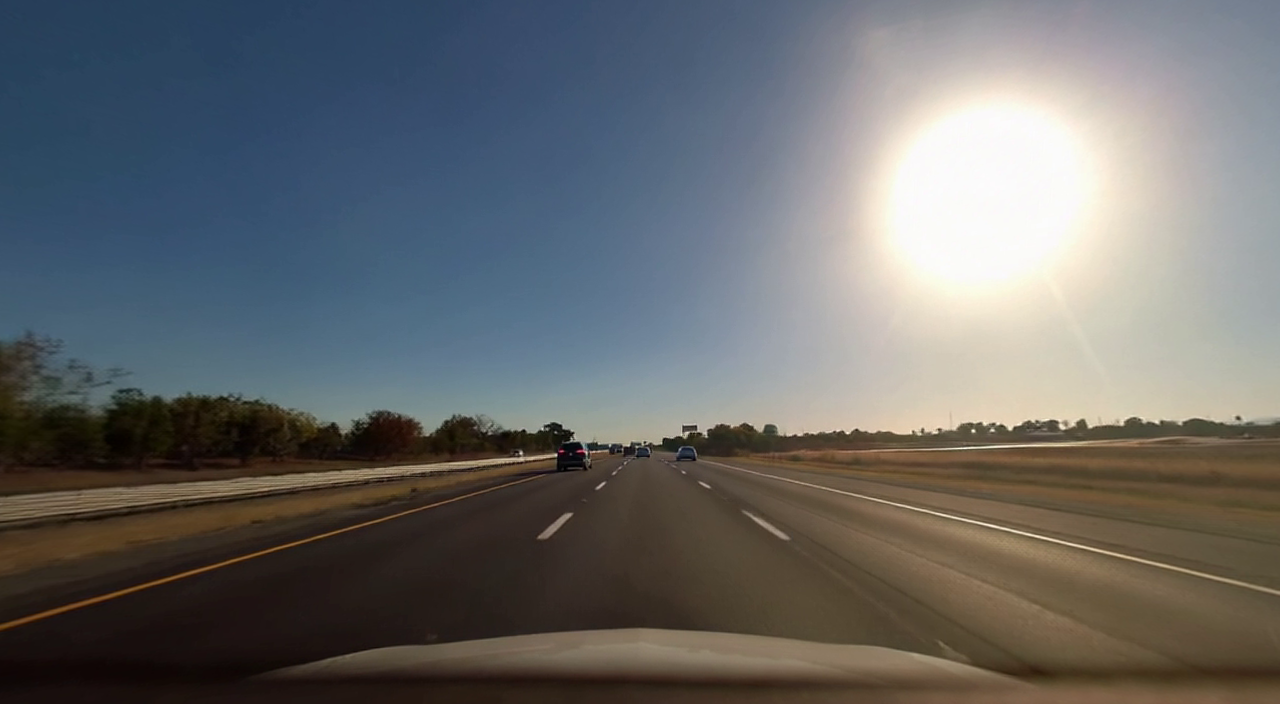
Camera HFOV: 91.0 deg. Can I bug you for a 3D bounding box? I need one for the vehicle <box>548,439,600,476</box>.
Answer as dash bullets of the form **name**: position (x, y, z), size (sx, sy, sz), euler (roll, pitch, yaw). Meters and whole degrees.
- **vehicle**: position (-3.247, 5.275, 31.737), size (2.070, 1.707, 4.309), euler (0, -9, 1)
